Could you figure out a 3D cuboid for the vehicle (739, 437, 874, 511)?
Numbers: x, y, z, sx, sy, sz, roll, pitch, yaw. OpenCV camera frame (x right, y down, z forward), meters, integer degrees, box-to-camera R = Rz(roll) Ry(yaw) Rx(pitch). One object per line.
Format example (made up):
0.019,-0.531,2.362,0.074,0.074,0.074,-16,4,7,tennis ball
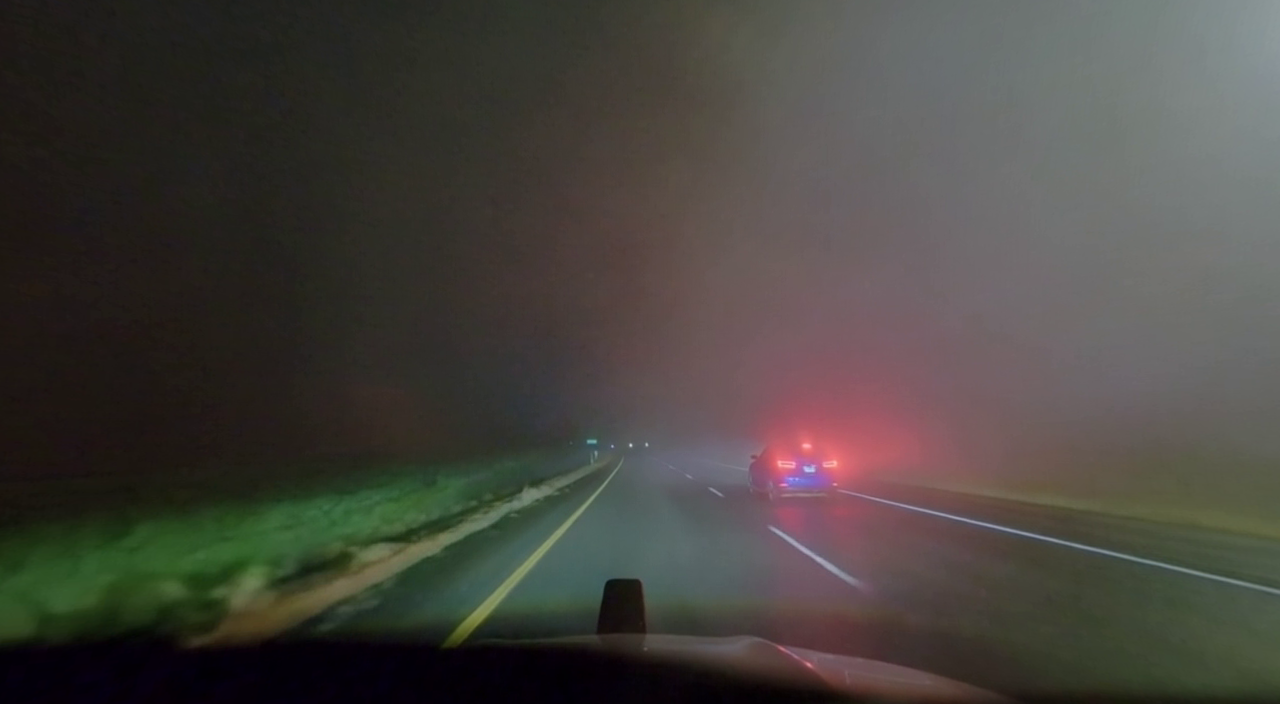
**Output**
3.742,2.824,15.134,2.003,1.466,4.441,0,-8,0,vehicle
